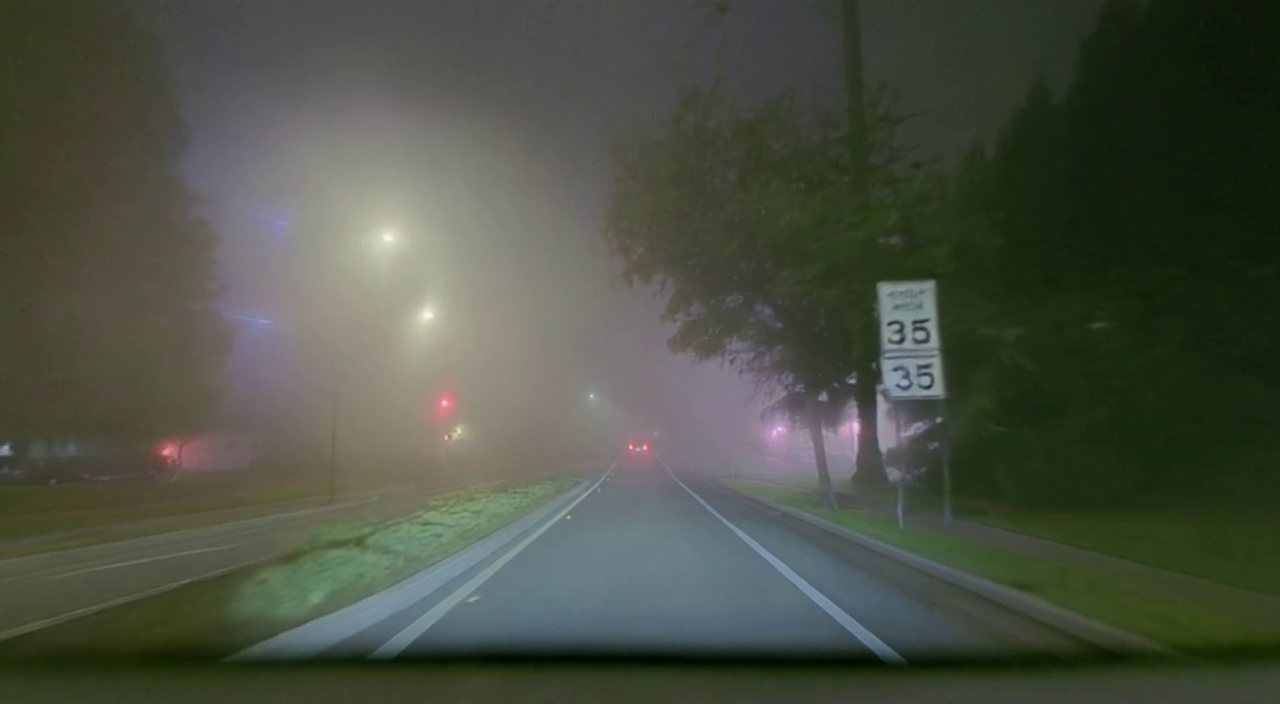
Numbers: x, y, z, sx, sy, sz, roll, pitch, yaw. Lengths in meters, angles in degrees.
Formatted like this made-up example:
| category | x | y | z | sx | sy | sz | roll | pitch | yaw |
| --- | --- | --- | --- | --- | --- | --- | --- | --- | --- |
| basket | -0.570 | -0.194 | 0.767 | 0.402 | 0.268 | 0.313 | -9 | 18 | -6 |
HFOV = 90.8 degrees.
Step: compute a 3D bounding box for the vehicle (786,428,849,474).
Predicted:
| category | x | y | z | sx | sy | sz | roll | pitch | yaw |
| --- | --- | --- | --- | --- | --- | --- | --- | --- | --- |
| vehicle | 11.144 | 6.340 | 40.030 | 2.001 | 1.744 | 4.449 | -4 | -21 | -9 |
